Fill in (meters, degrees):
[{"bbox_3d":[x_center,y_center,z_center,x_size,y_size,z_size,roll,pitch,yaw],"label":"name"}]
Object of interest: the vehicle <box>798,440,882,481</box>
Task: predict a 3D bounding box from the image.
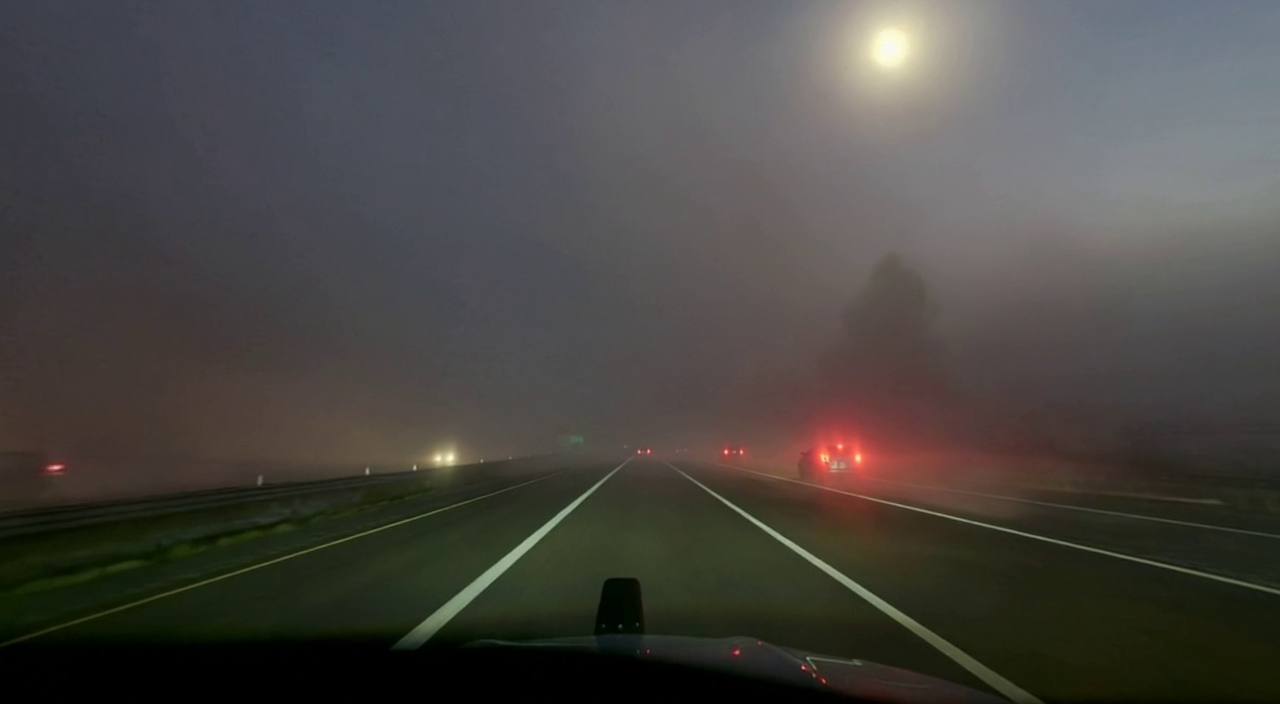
[{"bbox_3d":[8.189,4.474,26.222,1.989,1.526,4.443,0,-9,0],"label":"vehicle"}]
